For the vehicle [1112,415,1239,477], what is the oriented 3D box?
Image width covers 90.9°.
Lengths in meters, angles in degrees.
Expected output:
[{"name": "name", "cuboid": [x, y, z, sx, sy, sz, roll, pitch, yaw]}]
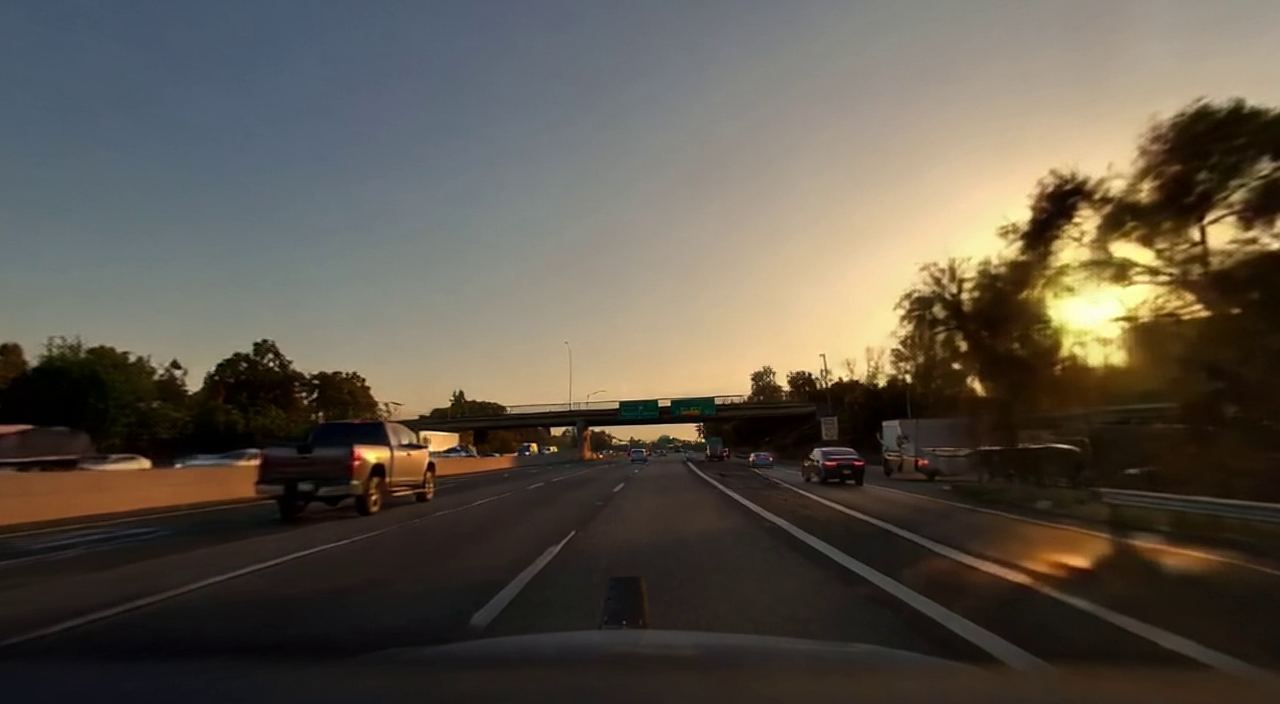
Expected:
[{"name": "vehicle", "cuboid": [35.648, 6.368, 42.688, 3.045, 3.620, 10.905, -4, -9, 22]}]

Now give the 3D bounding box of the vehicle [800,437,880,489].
[{"name": "vehicle", "cuboid": [8.228, 4.576, 26.363, 2.146, 1.929, 4.388, -1, -8, 4]}]

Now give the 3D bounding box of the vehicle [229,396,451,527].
[{"name": "vehicle", "cuboid": [-6.326, 2.400, 14.314, 2.264, 2.379, 5.248, 0, -8, 2]}]

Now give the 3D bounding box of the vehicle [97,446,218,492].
[{"name": "vehicle", "cuboid": [-23.241, 5.605, 30.682, 1.846, 1.998, 4.958, 0, -8, 1]}]

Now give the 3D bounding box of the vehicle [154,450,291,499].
[{"name": "vehicle", "cuboid": [-15.738, 4.596, 24.121, 2.113, 1.640, 4.337, 0, -8, 2]}]

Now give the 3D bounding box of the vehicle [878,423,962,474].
[{"name": "vehicle", "cuboid": [21.350, 7.419, 48.742, 3.022, 3.547, 8.645, -1, -8, 4]}]
